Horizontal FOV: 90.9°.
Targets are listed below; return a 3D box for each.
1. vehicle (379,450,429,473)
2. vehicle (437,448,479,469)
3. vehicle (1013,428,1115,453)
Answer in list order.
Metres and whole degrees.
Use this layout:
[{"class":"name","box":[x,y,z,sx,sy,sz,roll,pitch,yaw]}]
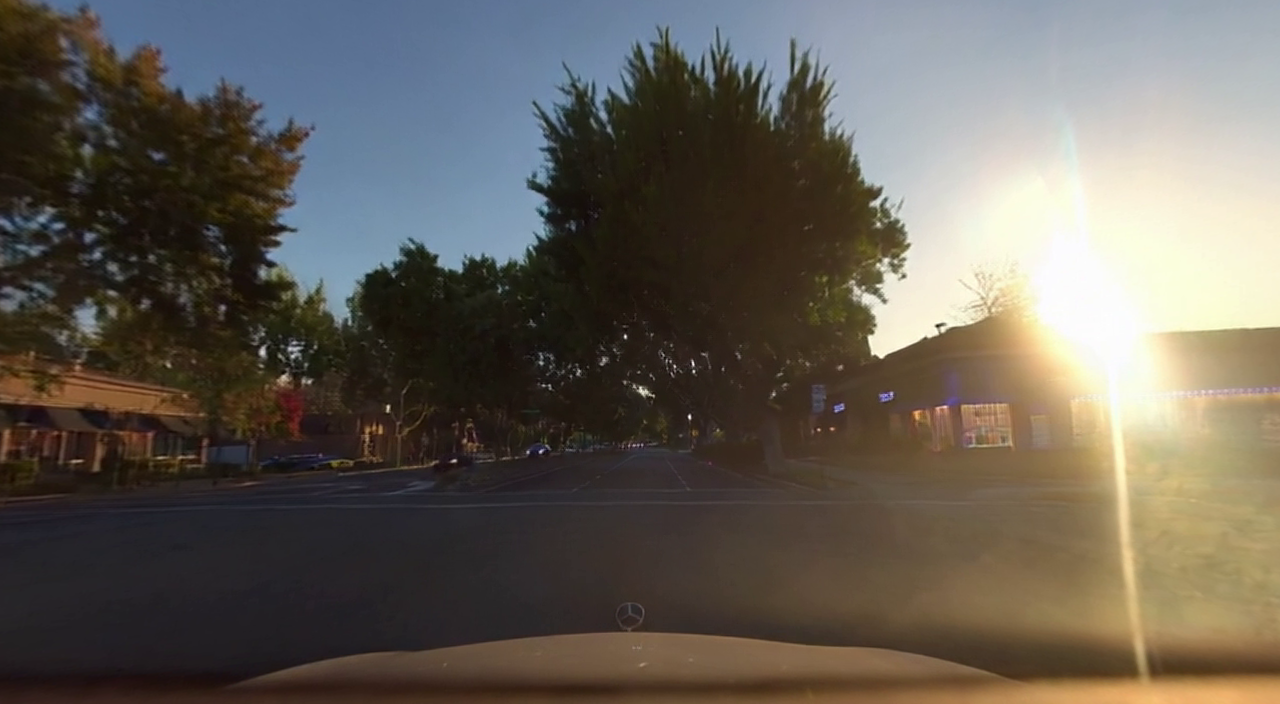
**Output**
[{"class":"vehicle","box":[-17.804,8.272,47.708,1.945,1.486,4.652,-2,-8,1]},{"class":"vehicle","box":[-14.255,8.327,49.504,1.963,1.487,4.331,-2,-8,1]},{"class":"vehicle","box":[25.984,5.463,38.892,4.942,1.435,1.987,-4,-9,28]}]
